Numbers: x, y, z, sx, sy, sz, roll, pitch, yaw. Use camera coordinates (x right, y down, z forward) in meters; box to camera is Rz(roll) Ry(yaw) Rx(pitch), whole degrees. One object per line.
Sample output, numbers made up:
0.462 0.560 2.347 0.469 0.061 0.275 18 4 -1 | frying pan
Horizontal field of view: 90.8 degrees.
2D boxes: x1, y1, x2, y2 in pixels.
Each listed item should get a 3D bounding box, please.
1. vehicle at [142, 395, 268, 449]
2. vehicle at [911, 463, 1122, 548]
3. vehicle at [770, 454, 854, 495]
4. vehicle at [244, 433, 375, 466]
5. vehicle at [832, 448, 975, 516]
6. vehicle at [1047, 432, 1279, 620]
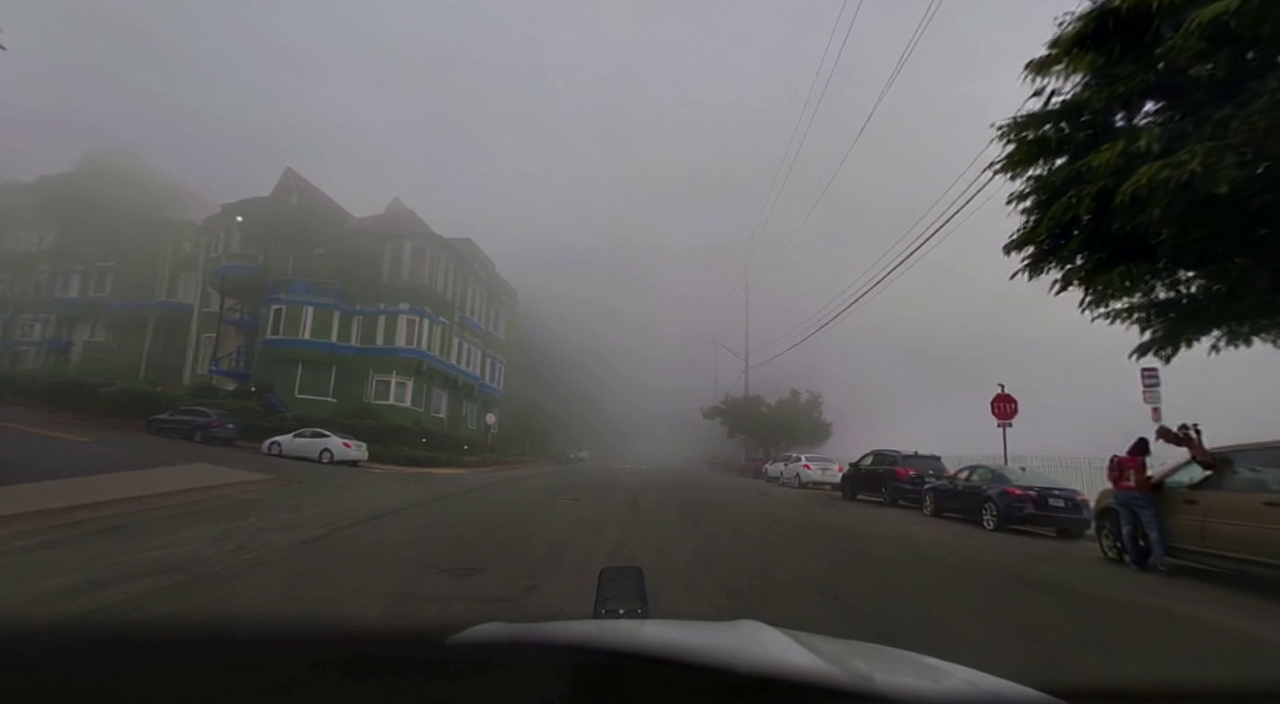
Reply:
-19.330 3.132 28.114 4.598 1.645 2.019 7 -6 18 | vehicle
7.500 3.050 13.184 1.900 1.368 4.176 0 -9 1 | vehicle
7.253 5.177 27.211 2.122 1.554 4.777 0 -9 -2 | vehicle
-14.216 4.223 27.418 4.603 1.335 1.889 1 -9 -9 | vehicle
7.497 3.711 18.620 1.917 1.704 4.840 0 -9 -3 | vehicle
7.301 1.830 7.041 2.181 1.792 5.066 0 -9 1 | vehicle
